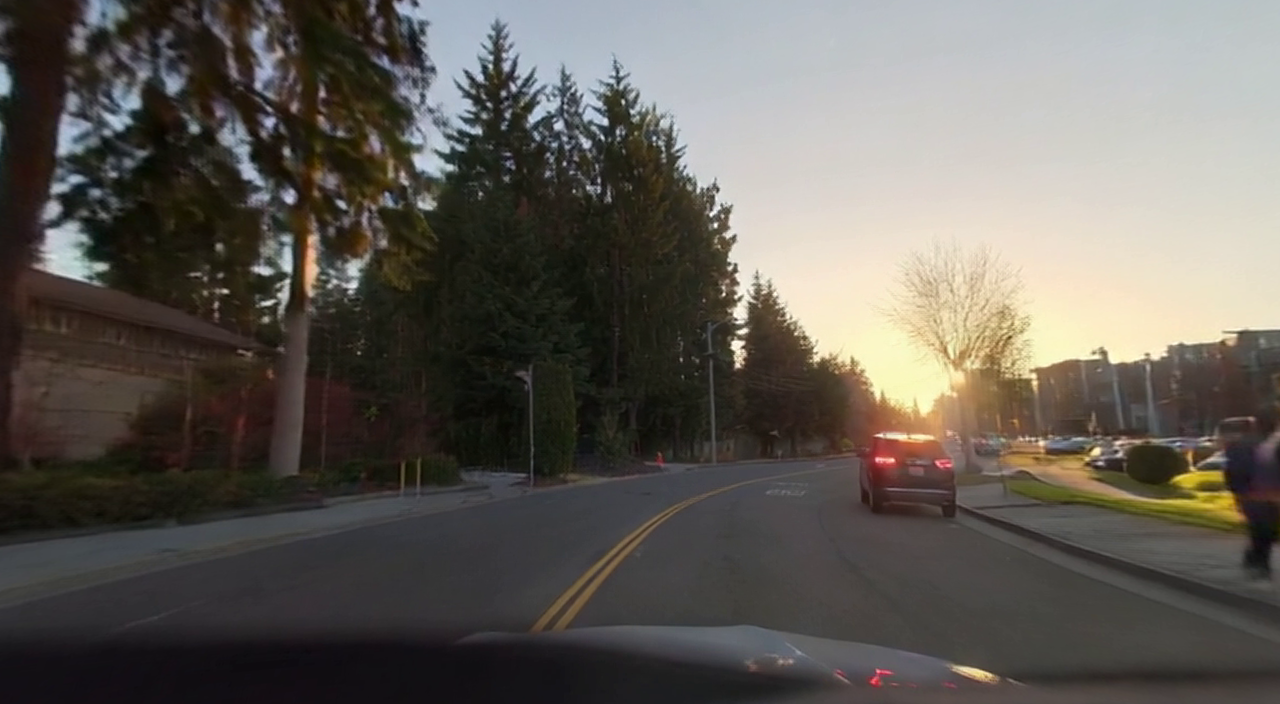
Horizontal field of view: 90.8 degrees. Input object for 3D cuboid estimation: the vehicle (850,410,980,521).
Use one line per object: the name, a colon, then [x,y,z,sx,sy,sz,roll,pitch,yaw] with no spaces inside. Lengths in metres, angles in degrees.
vehicle: [6.225,2.583,14.707,2.043,2.250,3.024,-1,-9,11]
